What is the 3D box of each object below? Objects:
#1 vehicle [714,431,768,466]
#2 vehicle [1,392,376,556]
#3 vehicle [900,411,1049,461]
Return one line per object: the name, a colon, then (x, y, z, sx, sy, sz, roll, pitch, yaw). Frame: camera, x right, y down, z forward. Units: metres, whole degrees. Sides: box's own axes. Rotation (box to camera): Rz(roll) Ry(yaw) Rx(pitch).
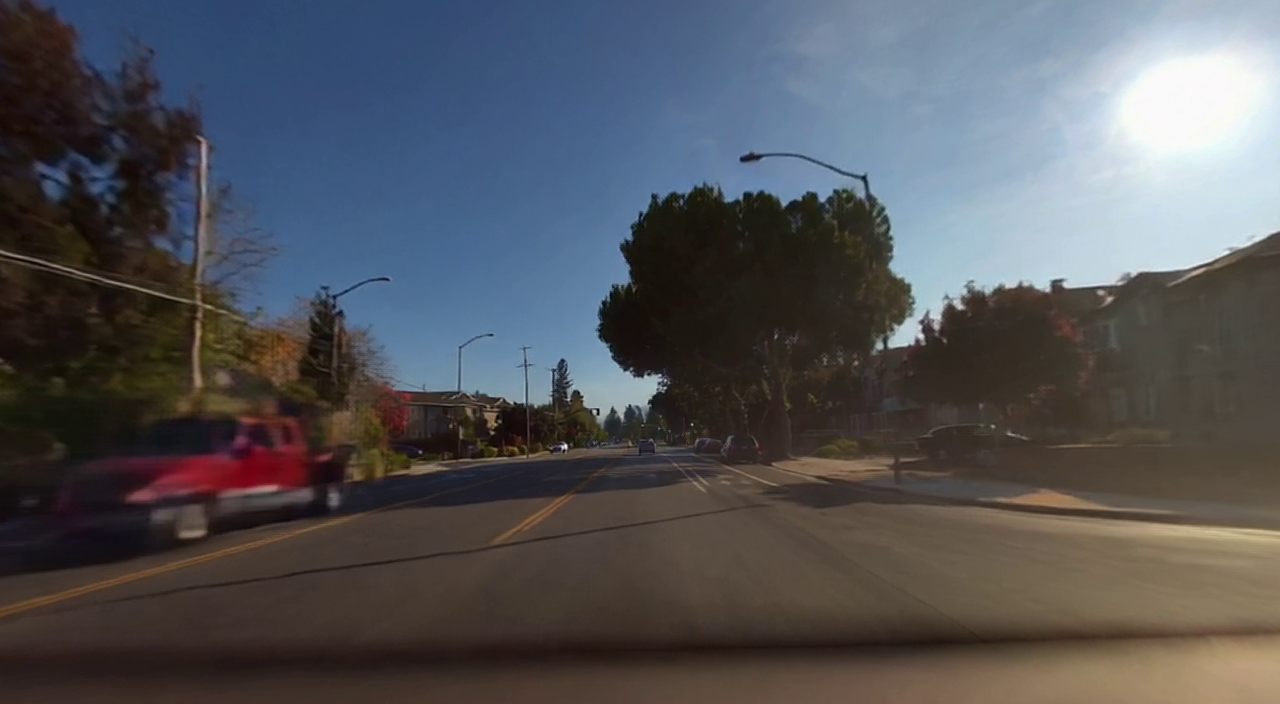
vehicle: (5.395, 5.217, 34.125, 2.140, 1.739, 4.721, 0, -8, 0)
vehicle: (-7.652, 2.160, 11.977, 2.413, 2.267, 6.252, 0, -8, 1)
vehicle: (13.400, 3.398, 25.347, 4.674, 1.557, 2.288, -4, -8, -6)
